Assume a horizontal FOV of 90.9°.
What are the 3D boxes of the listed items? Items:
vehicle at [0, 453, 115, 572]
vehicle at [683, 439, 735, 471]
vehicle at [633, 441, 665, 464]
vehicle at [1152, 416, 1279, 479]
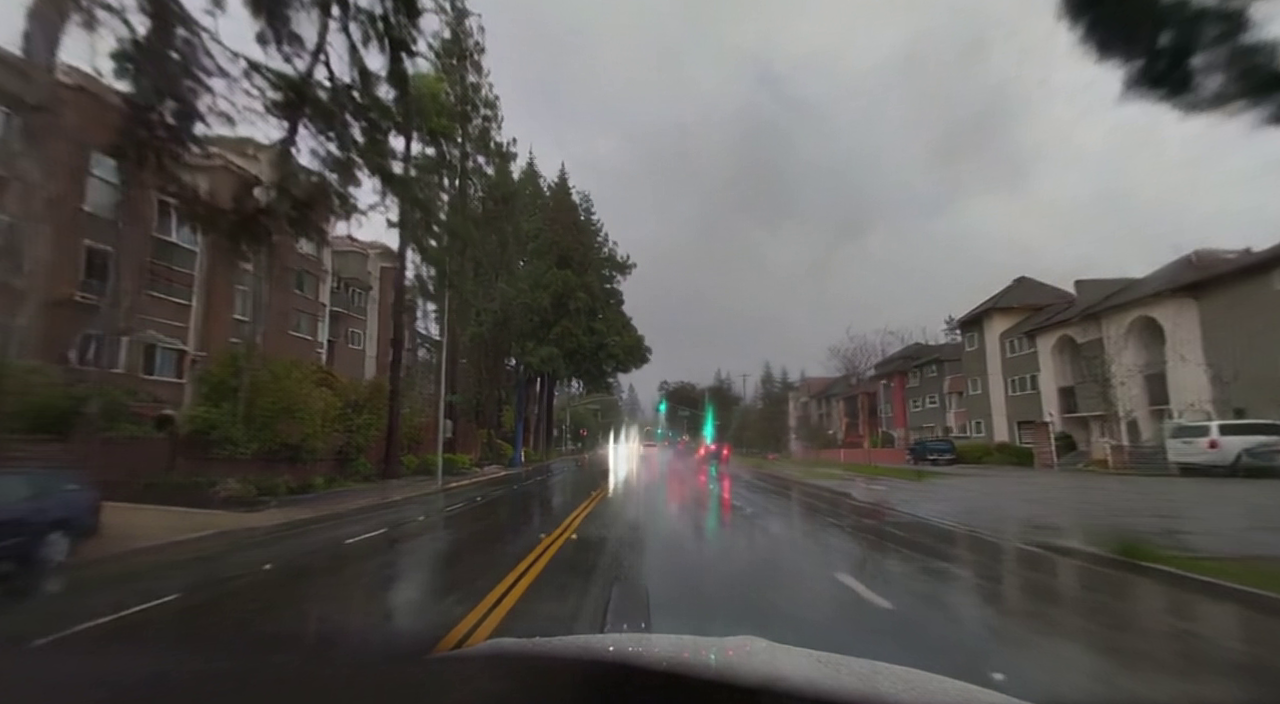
[{"bbox_3d":[-9.495,2.171,7.946,1.933,1.498,4.446,-4,-7,1],"label":"vehicle"},{"bbox_3d":[3.464,5.312,32.651,2.078,1.488,4.741,0,-9,-1],"label":"vehicle"},{"bbox_3d":[0.611,6.868,43.296,2.097,1.463,4.043,0,-9,0],"label":"vehicle"},{"bbox_3d":[19.526,3.081,20.471,4.063,1.912,2.029,1,-9,-6],"label":"vehicle"}]
